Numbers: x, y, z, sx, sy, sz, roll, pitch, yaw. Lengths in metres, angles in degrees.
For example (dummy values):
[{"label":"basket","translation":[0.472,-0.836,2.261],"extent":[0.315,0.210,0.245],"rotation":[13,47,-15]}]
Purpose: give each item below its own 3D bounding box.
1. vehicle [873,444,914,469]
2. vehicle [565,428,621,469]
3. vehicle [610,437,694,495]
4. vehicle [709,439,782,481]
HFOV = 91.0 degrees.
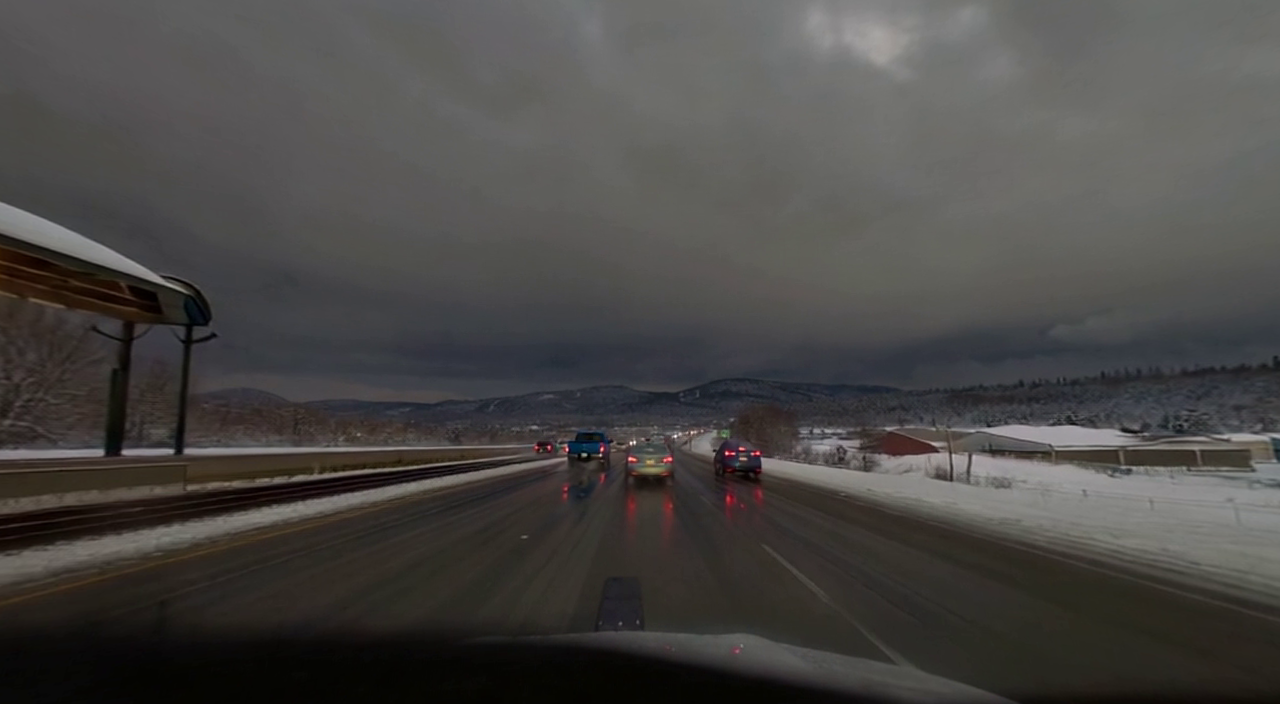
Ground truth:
[{"label":"vehicle","translation":[16.417,6.766,40.935],"extent":[1.778,1.564,3.906],"rotation":[-1,-9,12]},{"label":"vehicle","translation":[-2.663,5.790,37.893],"extent":[2.733,2.230,6.820],"rotation":[0,-8,1]},{"label":"vehicle","translation":[0.303,3.261,18.417],"extent":[2.171,1.493,4.081],"rotation":[0,-8,0]},{"label":"vehicle","translation":[4.053,4.238,25.067],"extent":[2.023,1.510,4.773],"rotation":[0,-8,0]}]
